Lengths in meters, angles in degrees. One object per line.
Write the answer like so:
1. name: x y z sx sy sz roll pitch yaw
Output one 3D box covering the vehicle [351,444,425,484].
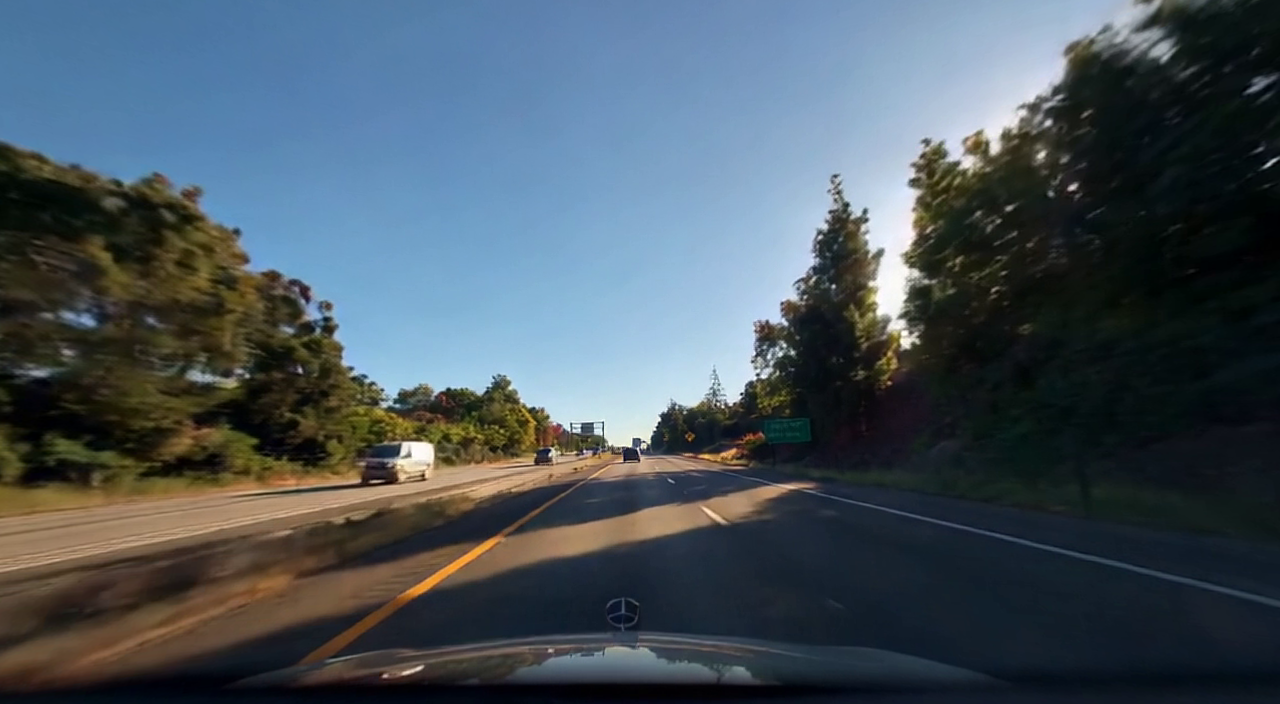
1. vehicle: -13.774 6.122 34.575 2.096 1.982 4.795 0 -9 0
